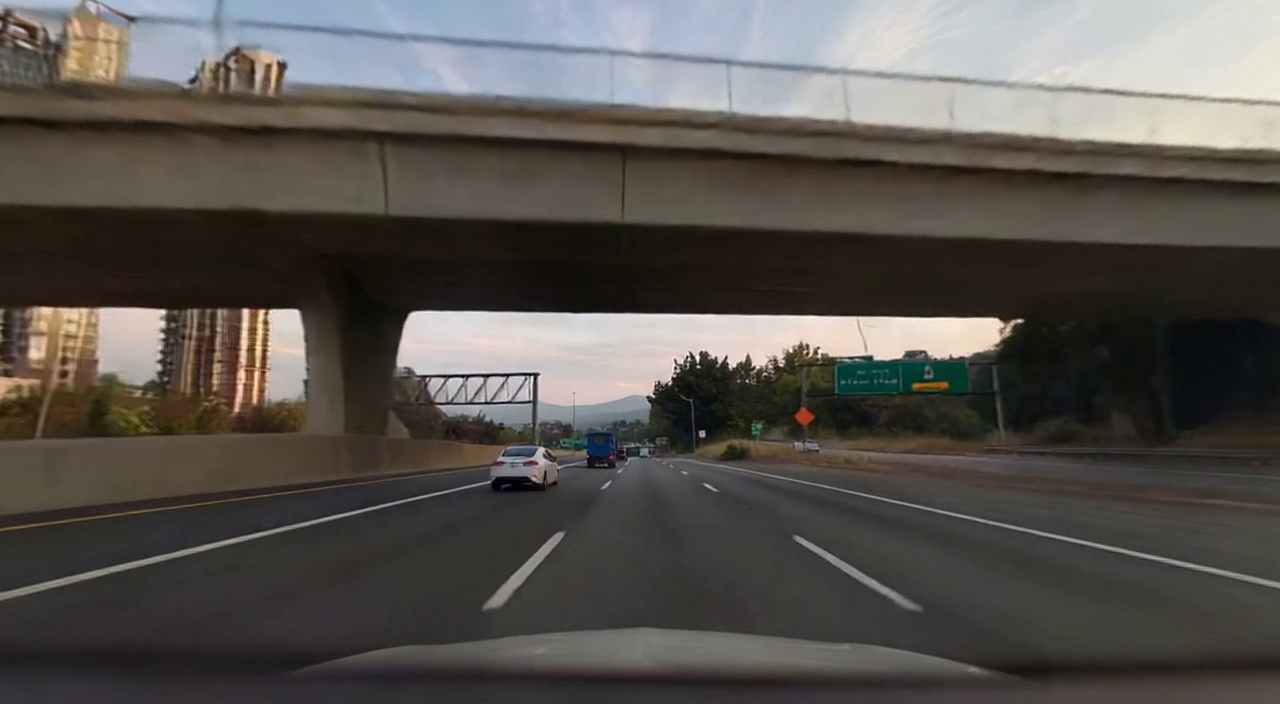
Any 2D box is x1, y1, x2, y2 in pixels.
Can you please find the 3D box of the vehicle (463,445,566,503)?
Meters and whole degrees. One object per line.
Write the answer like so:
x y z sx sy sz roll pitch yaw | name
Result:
-3.522 3.506 18.573 2.039 1.478 4.483 0 -9 1 | vehicle
